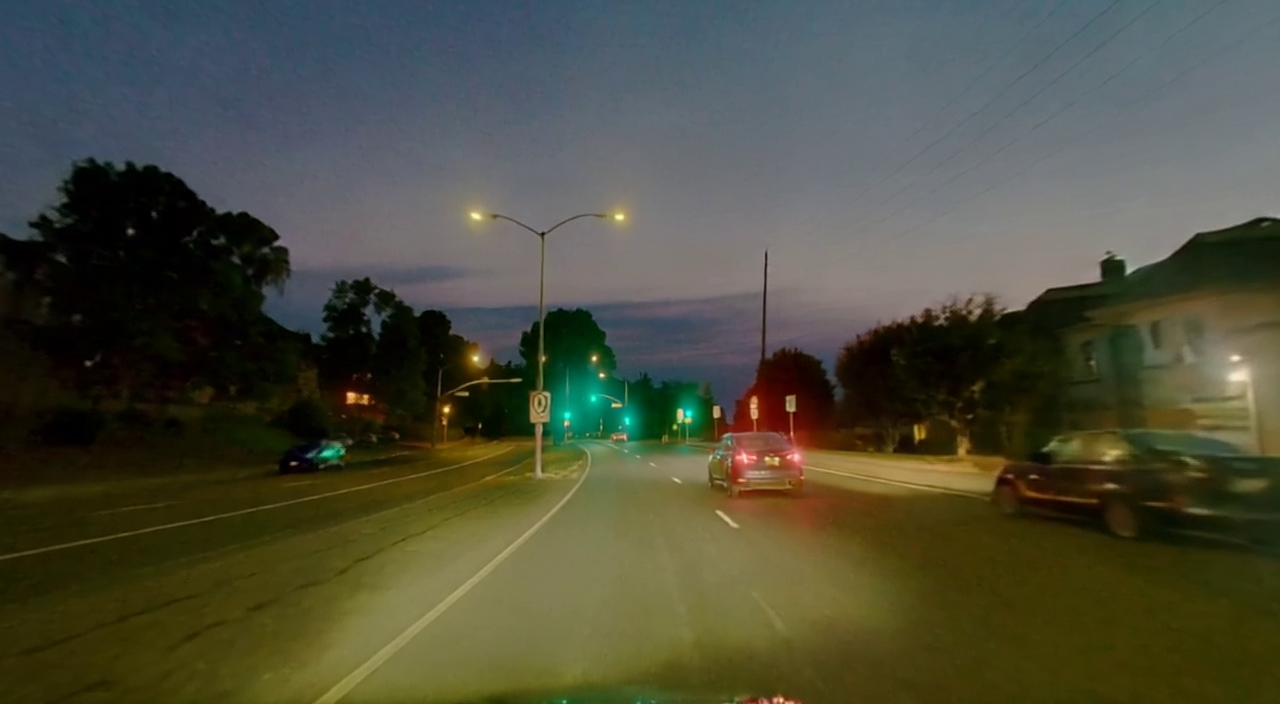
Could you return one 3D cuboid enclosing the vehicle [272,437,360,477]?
[{"bbox_3d":[-14.473,4.718,28.462,1.949,1.642,4.376,1,-9,-5],"label":"vehicle"}]

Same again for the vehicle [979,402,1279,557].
[{"bbox_3d":[6.866,1.668,8.856,2.008,1.614,4.369,-1,-9,4],"label":"vehicle"}]

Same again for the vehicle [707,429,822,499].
[{"bbox_3d":[2.901,2.727,15.698,1.960,1.479,4.086,0,-9,-1],"label":"vehicle"}]
